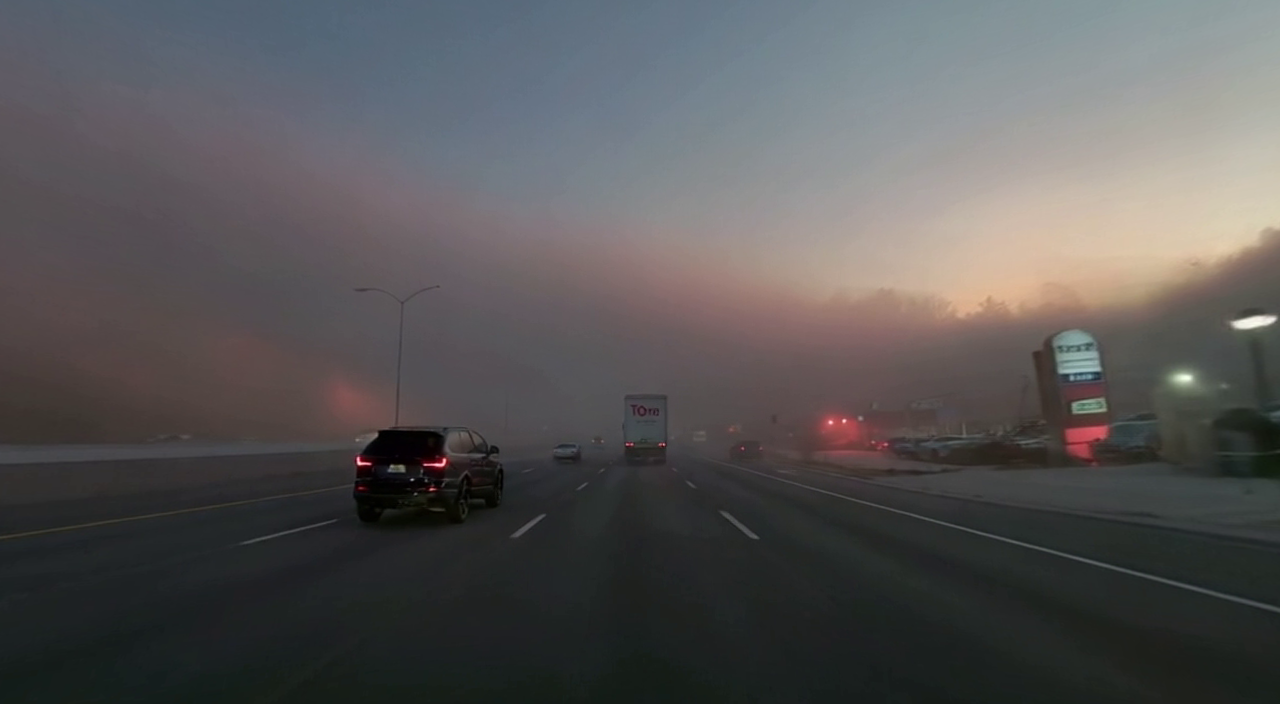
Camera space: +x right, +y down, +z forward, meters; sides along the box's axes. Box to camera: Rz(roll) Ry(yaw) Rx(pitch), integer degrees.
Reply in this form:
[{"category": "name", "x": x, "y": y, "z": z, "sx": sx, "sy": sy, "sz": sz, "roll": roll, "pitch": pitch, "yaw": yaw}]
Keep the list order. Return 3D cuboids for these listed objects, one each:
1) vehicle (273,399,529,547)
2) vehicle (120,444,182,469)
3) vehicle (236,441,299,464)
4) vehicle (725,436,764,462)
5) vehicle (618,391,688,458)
[{"category": "vehicle", "x": -3.420, "y": 1.873, "z": 10.353, "sx": 2.178, "sy": 1.826, "sz": 4.933, "roll": 0, "pitch": -9, "yaw": 1}, {"category": "vehicle", "x": -36.370, "y": 7.702, "z": 46.643, "sx": 4.674, "sy": 1.730, "sz": 2.261, "roll": -6, "pitch": -10, "yaw": 35}, {"category": "vehicle", "x": -28.828, "y": 7.771, "z": 48.744, "sx": 1.959, "sy": 1.681, "sz": 4.487, "roll": 0, "pitch": -8, "yaw": 2}, {"category": "vehicle", "x": 7.037, "y": 6.562, "z": 42.679, "sx": 1.958, "sy": 1.681, "sz": 4.109, "roll": 0, "pitch": -8, "yaw": 0}, {"category": "vehicle", "x": 1.312, "y": 5.452, "z": 46.273, "sx": 3.657, "sy": 4.173, "sz": 13.731, "roll": -1, "pitch": -8, "yaw": 7}]
